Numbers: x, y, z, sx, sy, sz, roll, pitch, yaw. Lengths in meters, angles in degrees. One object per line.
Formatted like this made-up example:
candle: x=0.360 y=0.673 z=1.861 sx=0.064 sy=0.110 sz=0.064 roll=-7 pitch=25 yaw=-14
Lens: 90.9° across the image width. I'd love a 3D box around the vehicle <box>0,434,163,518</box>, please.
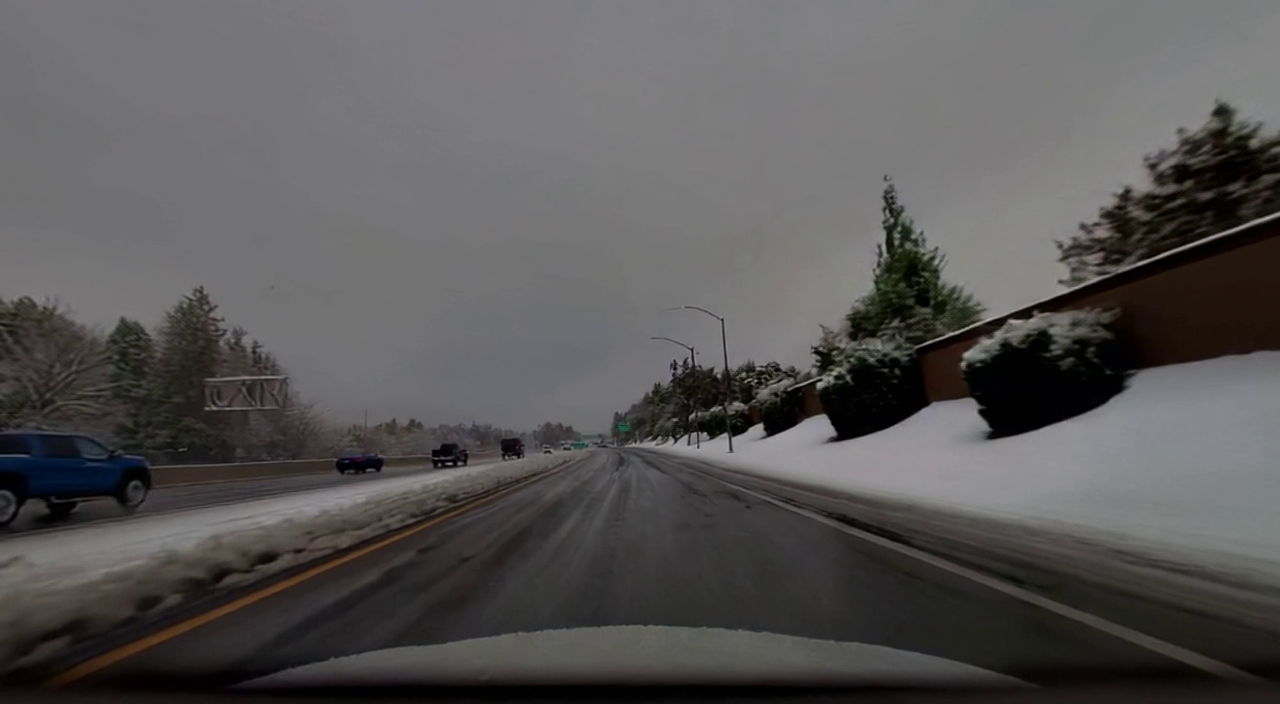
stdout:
vehicle: x=-16.197 y=3.200 z=16.655 sx=2.402 sy=1.940 sz=6.283 roll=0 pitch=-9 yaw=-1
